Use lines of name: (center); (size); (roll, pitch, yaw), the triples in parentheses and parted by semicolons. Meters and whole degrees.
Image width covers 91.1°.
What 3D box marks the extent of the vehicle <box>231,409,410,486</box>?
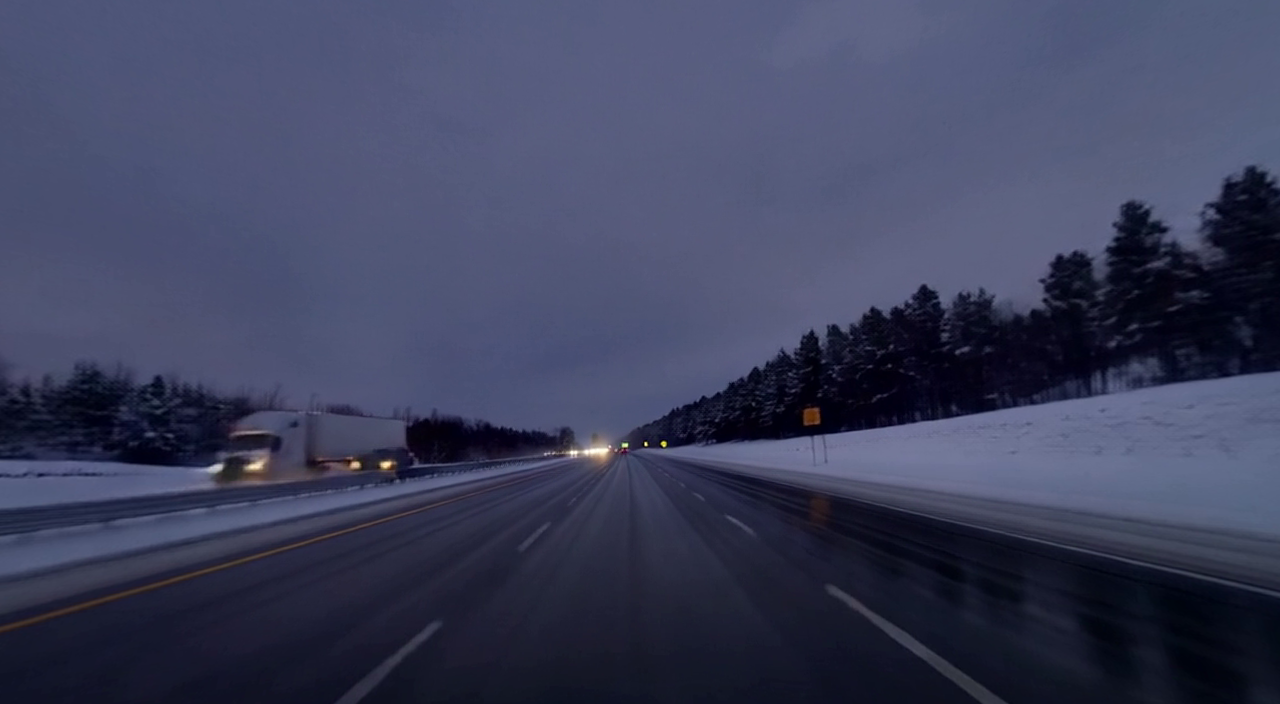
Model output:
vehicle: (-20.042, 6.338, 41.849); (3.483, 4.025, 16.969); (0, -9, -1)

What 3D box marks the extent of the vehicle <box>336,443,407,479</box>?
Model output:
vehicle: (-16.201, 6.591, 38.272); (2.222, 2.003, 4.982); (0, -9, -1)
